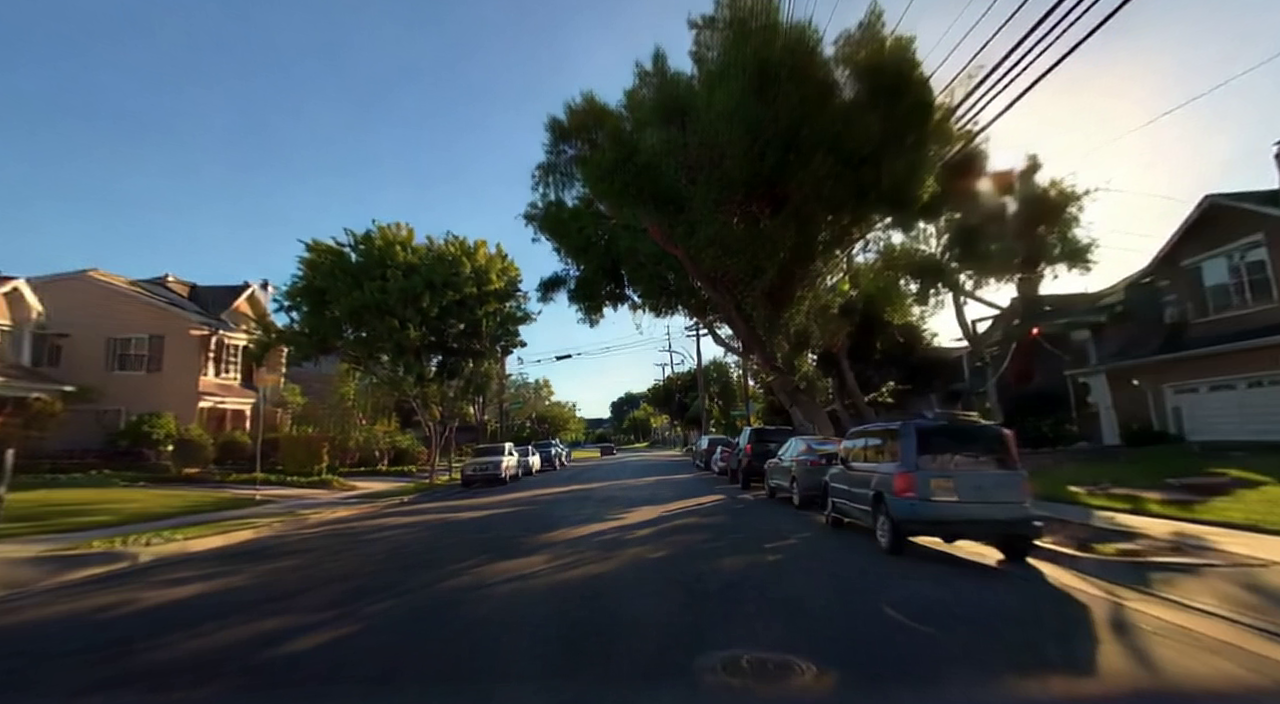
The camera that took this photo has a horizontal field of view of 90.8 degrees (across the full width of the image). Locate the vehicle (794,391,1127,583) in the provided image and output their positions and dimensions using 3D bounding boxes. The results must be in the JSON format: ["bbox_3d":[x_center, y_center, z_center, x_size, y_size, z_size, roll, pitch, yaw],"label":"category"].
[{"bbox_3d":[3.545,1.589,8.219,2.012,1.777,4.505,0,-8,1],"label":"vehicle"}]

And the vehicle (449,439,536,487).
[{"bbox_3d":[-5.854,4.456,25.772,2.226,1.768,4.780,0,-8,2],"label":"vehicle"}]

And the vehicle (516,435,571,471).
[{"bbox_3d":[-5.843,6.226,39.091,2.455,2.045,6.171,0,-8,0],"label":"vehicle"}]
